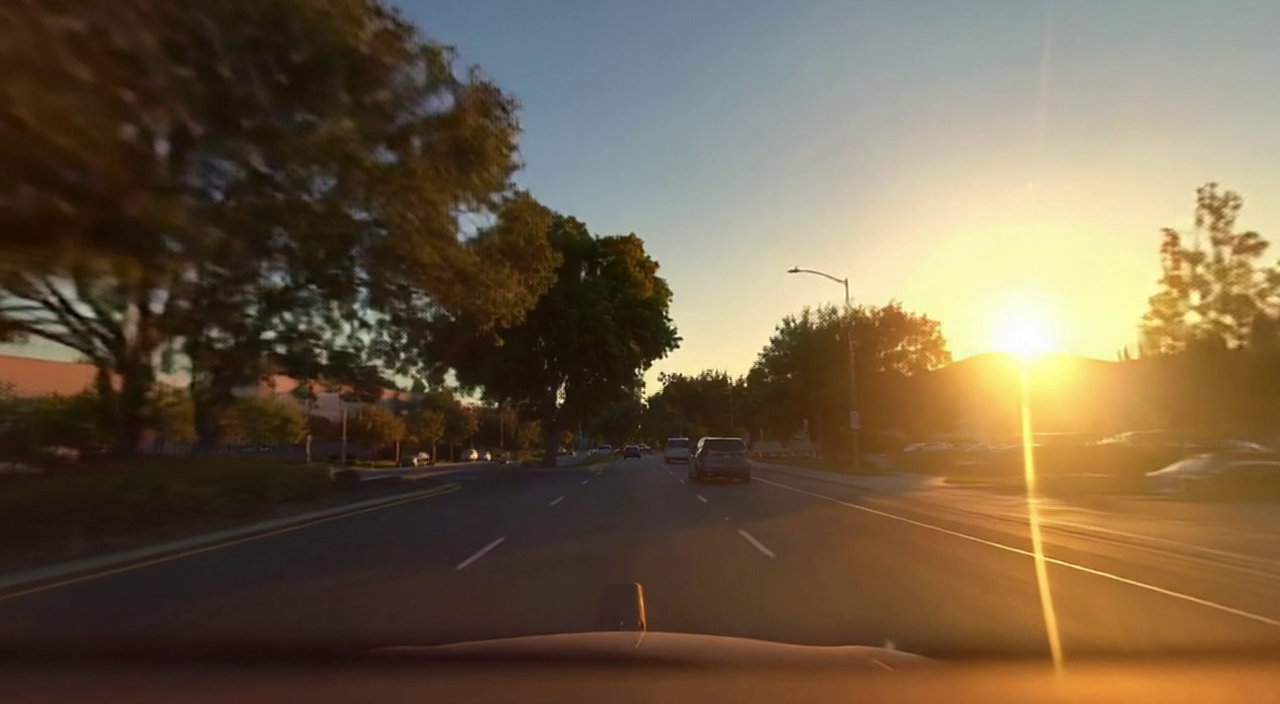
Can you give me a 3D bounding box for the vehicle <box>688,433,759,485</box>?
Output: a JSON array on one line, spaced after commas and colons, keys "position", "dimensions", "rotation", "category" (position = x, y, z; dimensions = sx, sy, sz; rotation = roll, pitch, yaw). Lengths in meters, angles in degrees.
[{"position": [3.082, 4.073, 24.300], "dimensions": [2.060, 1.816, 4.343], "rotation": [0, -9, -1], "category": "vehicle"}]
